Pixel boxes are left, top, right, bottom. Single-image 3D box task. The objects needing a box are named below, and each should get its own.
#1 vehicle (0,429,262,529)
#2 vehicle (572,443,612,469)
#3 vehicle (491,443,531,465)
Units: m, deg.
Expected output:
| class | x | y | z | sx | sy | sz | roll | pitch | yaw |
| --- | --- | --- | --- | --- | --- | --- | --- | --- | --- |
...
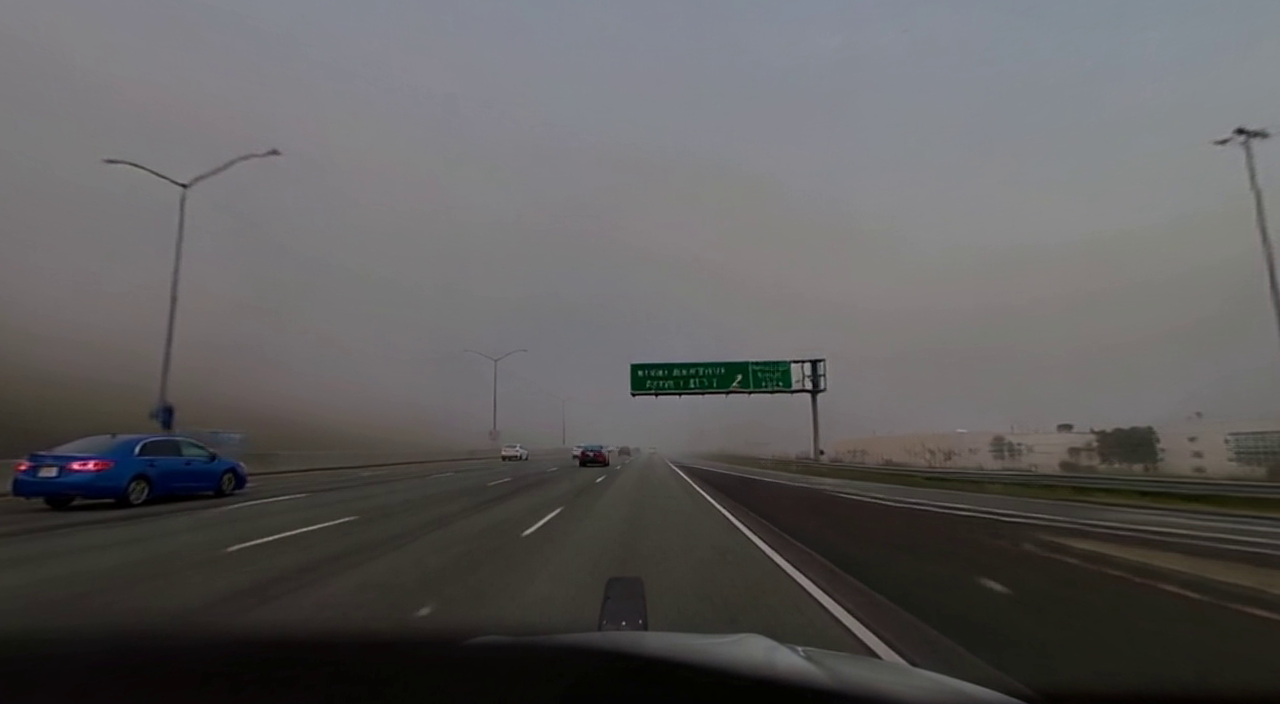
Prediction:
| class | x | y | z | sx | sy | sz | roll | pitch | yaw |
| --- | --- | --- | --- | --- | --- | --- | --- | --- | --- |
| vehicle | -9.889 | 2.321 | 12.225 | 2.002 | 1.526 | 4.822 | 0 | -8 | 2 |
| vehicle | -2.874 | 6.354 | 38.930 | 2.050 | 1.479 | 4.342 | 0 | -8 | 1 |
| vehicle | -9.338 | 7.365 | 45.868 | 1.930 | 1.490 | 3.955 | 0 | -8 | 2 |
